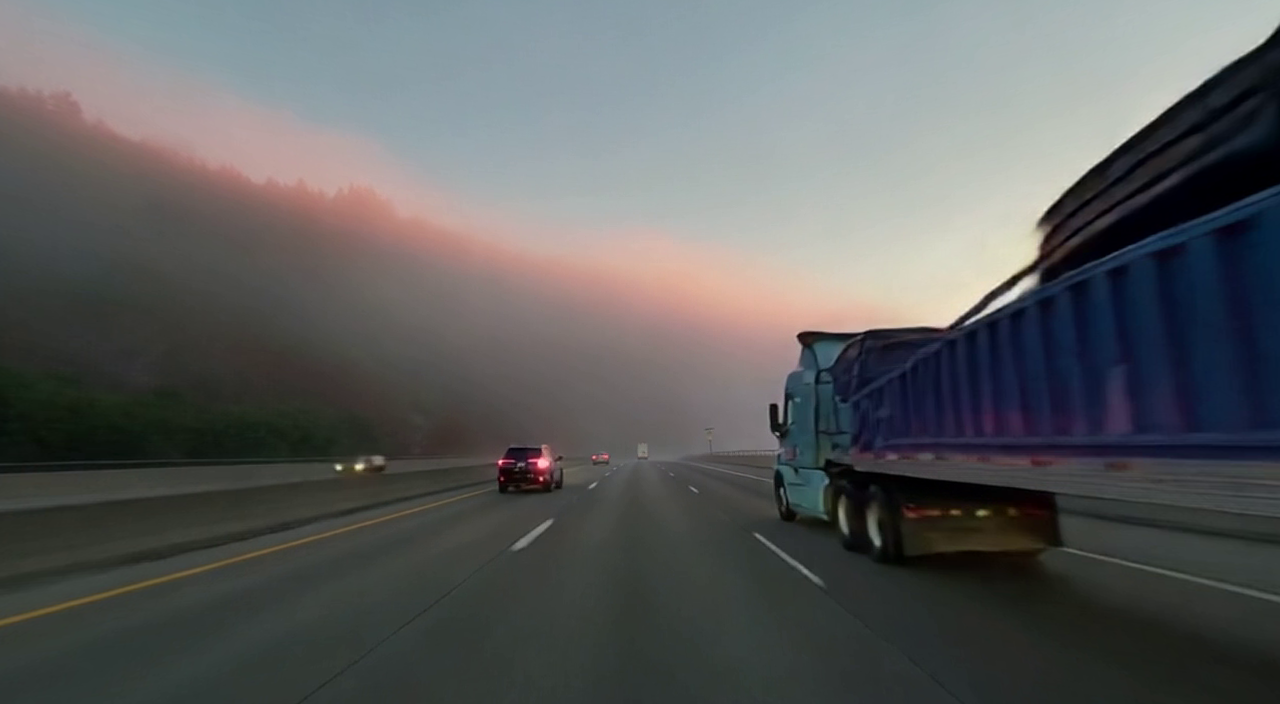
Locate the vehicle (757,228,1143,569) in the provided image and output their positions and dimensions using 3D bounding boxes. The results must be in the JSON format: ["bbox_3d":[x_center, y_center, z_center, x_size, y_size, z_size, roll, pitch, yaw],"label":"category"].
[{"bbox_3d":[3.983,0.892,10.049,3.016,3.891,5.767,0,-9,0],"label":"vehicle"}]

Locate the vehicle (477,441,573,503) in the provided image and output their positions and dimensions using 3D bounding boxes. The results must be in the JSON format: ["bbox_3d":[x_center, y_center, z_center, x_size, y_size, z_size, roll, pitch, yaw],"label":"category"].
[{"bbox_3d":[-3.137,3.372,18.050,1.944,1.548,4.051,0,-9,0],"label":"vehicle"}]

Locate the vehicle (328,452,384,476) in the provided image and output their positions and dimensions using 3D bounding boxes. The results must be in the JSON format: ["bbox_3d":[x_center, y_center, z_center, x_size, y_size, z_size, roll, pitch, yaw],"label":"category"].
[{"bbox_3d":[-19.165,7.532,42.774,1.802,1.487,4.304,0,-9,0],"label":"vehicle"}]
